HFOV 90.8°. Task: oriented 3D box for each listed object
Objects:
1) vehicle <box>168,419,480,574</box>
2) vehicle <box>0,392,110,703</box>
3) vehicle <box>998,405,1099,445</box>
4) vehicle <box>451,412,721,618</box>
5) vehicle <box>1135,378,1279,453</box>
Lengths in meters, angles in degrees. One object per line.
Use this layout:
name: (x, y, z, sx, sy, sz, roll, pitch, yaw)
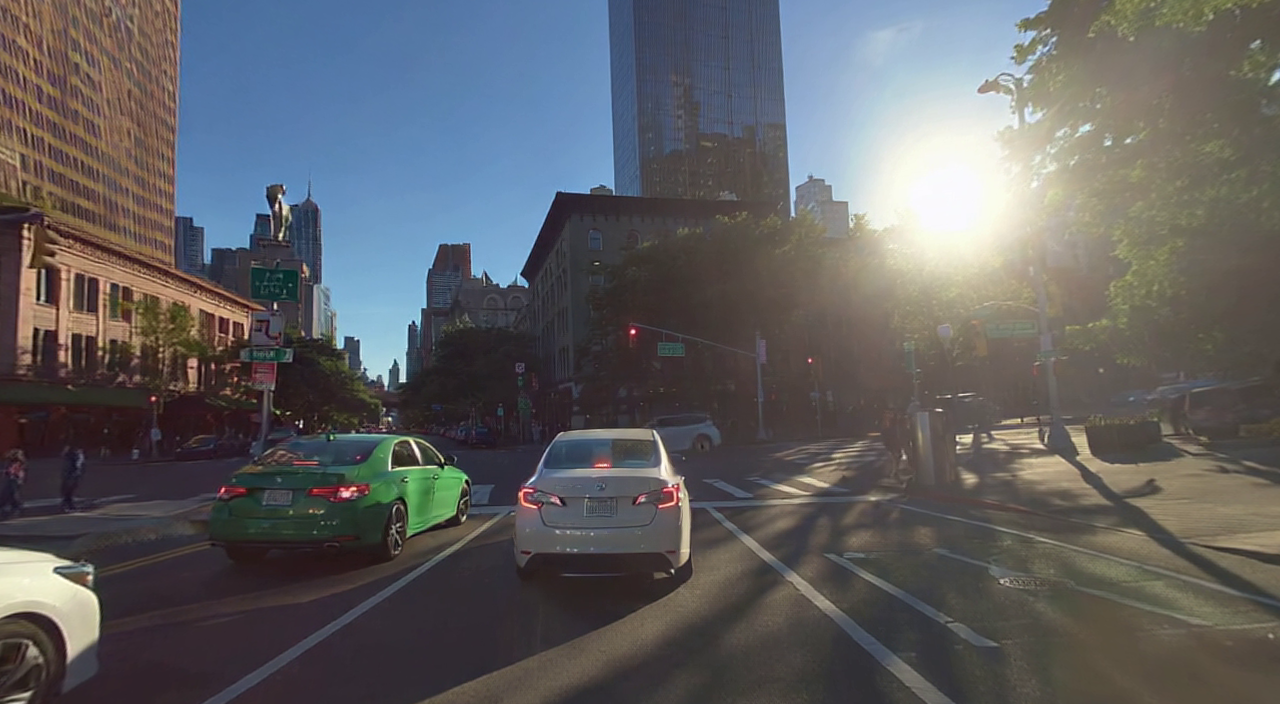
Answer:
vehicle: (-3.688, 1.753, 8.472, 1.934, 1.522, 4.287, 0, -8, 0)
vehicle: (-3.919, 0.703, 1.175, 1.995, 1.524, 4.438, 0, -8, 0)
vehicle: (18.390, 3.331, 28.430, 4.392, 1.667, 1.958, 5, -10, -31)
vehicle: (-0.416, 1.502, 6.723, 1.999, 1.520, 3.896, 0, -8, -1)
vehicle: (21.623, 2.356, 22.873, 5.863, 2.493, 2.354, 2, -9, -12)
